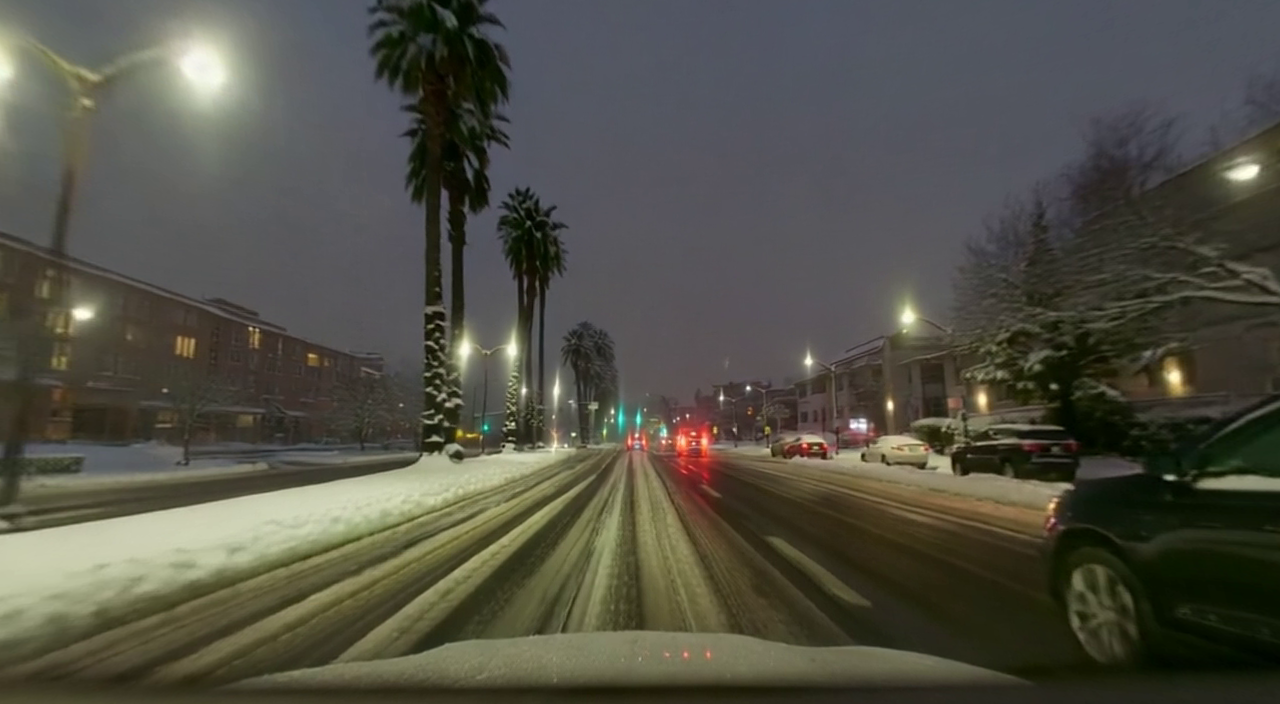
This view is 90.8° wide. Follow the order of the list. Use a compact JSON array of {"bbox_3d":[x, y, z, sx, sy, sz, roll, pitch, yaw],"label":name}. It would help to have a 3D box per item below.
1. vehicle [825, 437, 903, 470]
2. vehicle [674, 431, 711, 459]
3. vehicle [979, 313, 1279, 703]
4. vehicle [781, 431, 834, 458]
[{"bbox_3d":[10.654,4.889,30.431,1.871,1.465,4.395,0,-9,-4],"label":"vehicle"},{"bbox_3d":[3.779,6.822,46.303,2.104,1.910,4.693,0,-9,-2],"label":"vehicle"},{"bbox_3d":[3.552,0.689,2.009,2.219,1.795,4.718,0,-9,-1],"label":"vehicle"},{"bbox_3d":[12.702,7.127,48.277,2.157,1.937,5.386,0,-9,-5],"label":"vehicle"}]
